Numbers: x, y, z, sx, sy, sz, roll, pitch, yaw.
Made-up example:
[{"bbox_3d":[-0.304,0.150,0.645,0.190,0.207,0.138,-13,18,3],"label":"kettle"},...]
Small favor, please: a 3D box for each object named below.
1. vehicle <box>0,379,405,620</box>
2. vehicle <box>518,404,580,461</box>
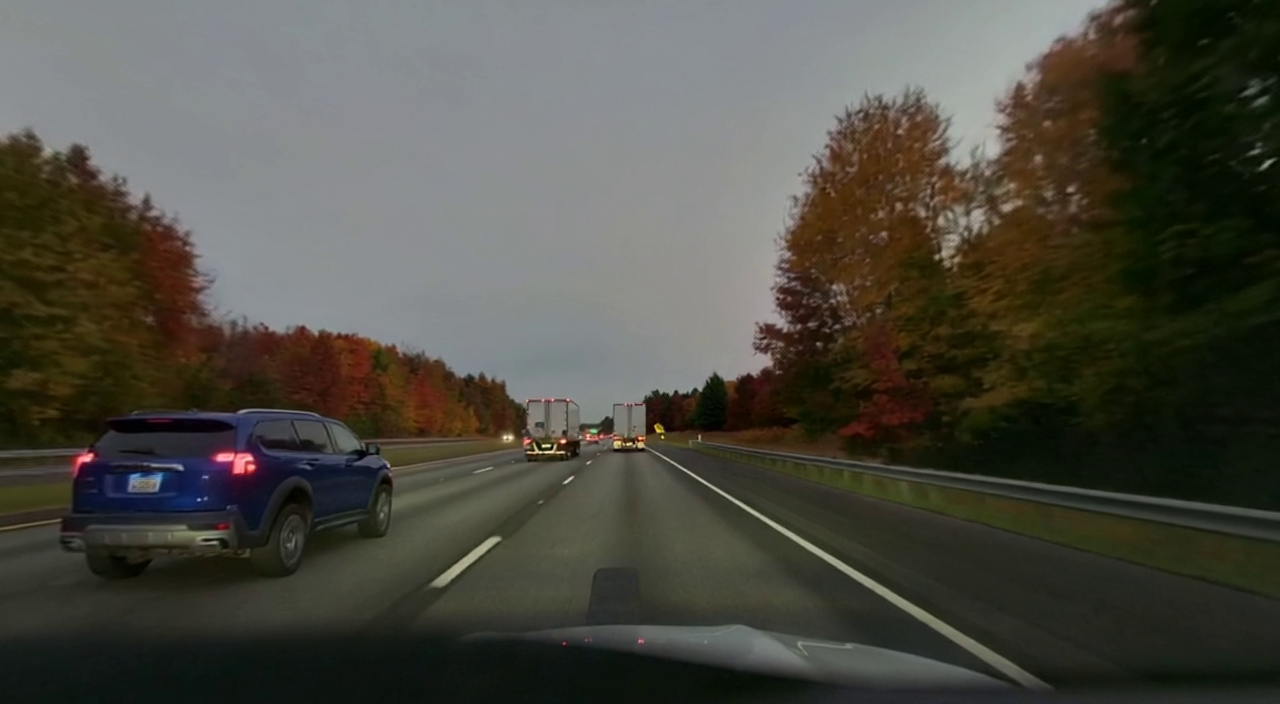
[{"bbox_3d":[-4.416,1.323,6.693,2.089,1.669,4.515,0,-8,-1],"label":"vehicle"},{"bbox_3d":[-4.651,4.261,33.137,2.383,2.726,5.677,0,-8,0],"label":"vehicle"}]
